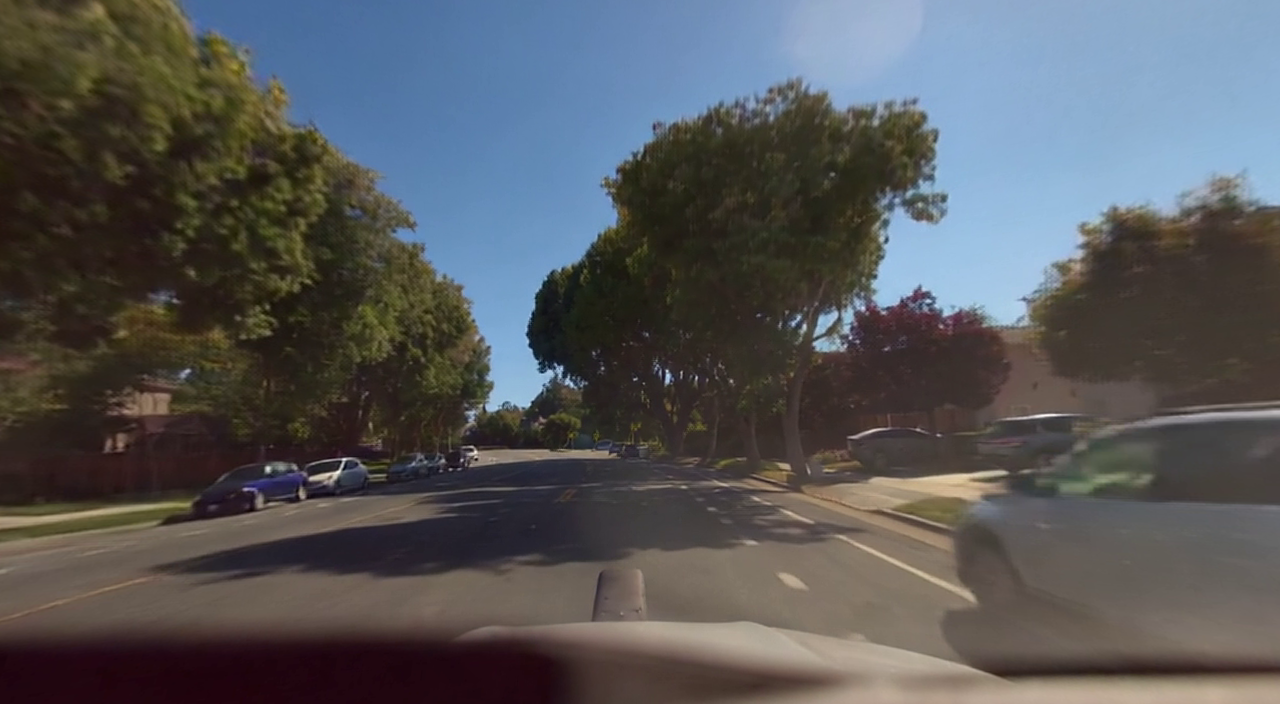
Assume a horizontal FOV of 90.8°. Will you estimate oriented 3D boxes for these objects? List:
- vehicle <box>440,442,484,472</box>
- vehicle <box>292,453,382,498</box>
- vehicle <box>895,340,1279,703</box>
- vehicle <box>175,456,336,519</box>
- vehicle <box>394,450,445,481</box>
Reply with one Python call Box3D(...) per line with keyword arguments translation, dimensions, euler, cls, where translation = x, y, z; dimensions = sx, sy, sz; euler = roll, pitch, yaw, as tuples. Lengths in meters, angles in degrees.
Box3D(translation=(-12.965, 7.643, 46.336), dimensions=(2.190, 1.789, 5.477), euler=(-3, -7, -7), cls="vehicle")
Box3D(translation=(-11.244, 4.578, 23.670), dimensions=(1.586, 1.433, 3.485), euler=(1, -8, 0), cls="vehicle")
Box3D(translation=(3.725, 1.010, 3.635), dimensions=(2.176, 1.793, 5.534), euler=(0, -8, 0), cls="vehicle")
Box3D(translation=(-11.018, 3.874, 18.611), dimensions=(1.922, 1.496, 4.598), euler=(0, -8, -1), cls="vehicle")
Box3D(translation=(-11.937, 6.137, 34.448), dimensions=(1.750, 1.471, 3.960), euler=(2, -8, -6), cls="vehicle")
